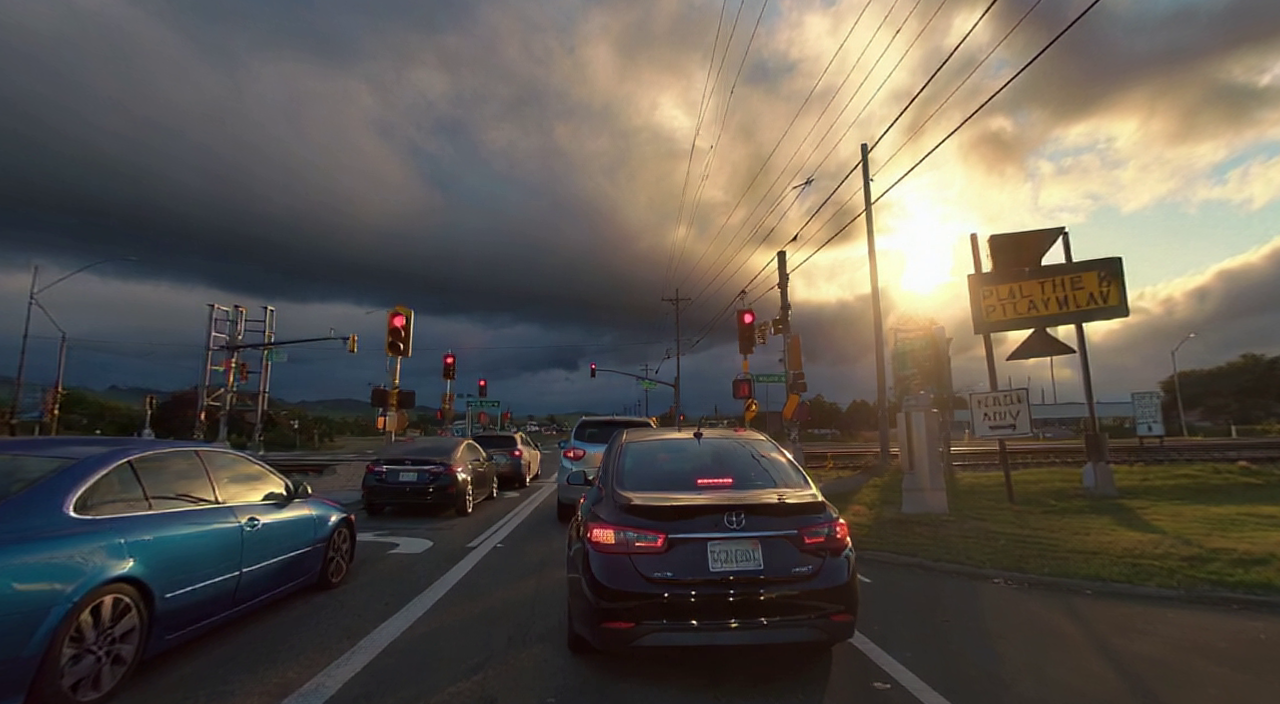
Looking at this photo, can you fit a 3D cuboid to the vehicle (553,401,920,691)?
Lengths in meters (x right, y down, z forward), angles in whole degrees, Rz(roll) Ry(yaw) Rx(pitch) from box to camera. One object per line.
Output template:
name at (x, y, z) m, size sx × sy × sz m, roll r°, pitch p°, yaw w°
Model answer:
vehicle at (0.410, 1.333, 5.464) m, size 1.998 × 1.529 × 3.960 m, roll 1°, pitch -9°, yaw -4°

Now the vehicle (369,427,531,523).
vehicle at (-3.359, 2.258, 12.080) m, size 1.984 × 1.505 × 3.982 m, roll 0°, pitch -9°, yaw -2°

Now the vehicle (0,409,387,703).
vehicle at (-3.709, 1.249, 4.453) m, size 1.956 × 1.468 × 4.585 m, roll 0°, pitch -9°, yaw 0°
